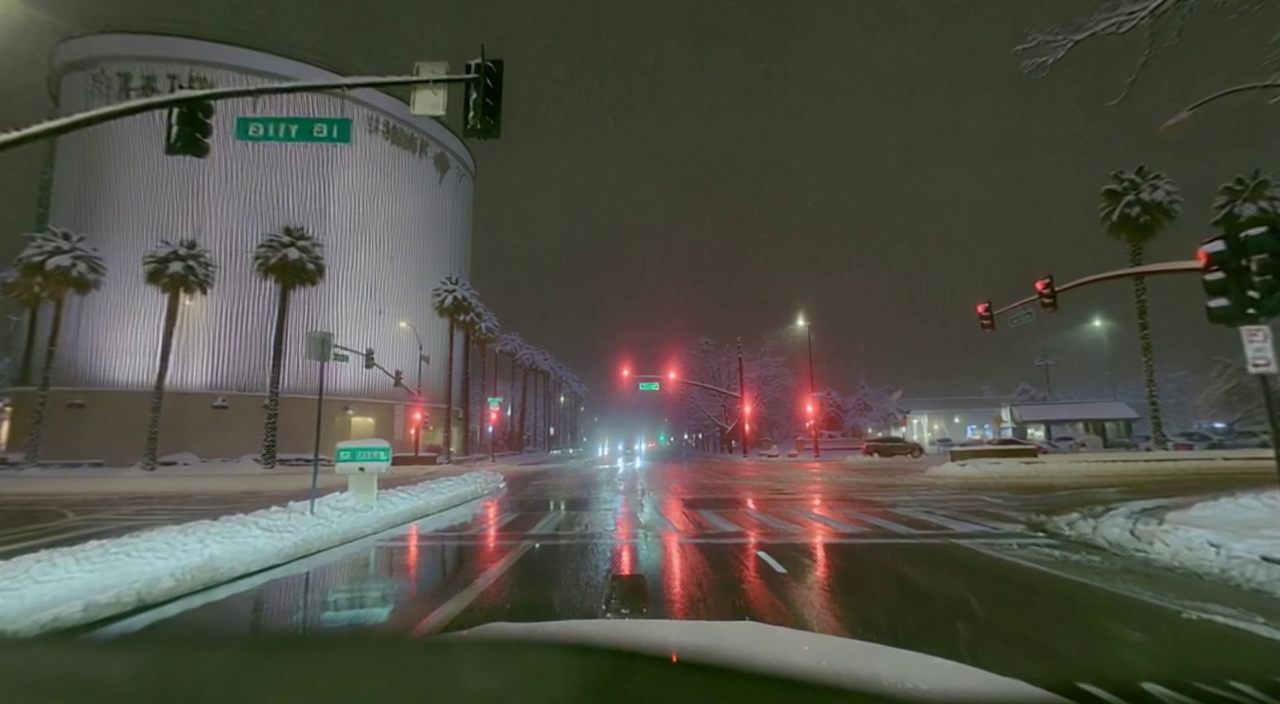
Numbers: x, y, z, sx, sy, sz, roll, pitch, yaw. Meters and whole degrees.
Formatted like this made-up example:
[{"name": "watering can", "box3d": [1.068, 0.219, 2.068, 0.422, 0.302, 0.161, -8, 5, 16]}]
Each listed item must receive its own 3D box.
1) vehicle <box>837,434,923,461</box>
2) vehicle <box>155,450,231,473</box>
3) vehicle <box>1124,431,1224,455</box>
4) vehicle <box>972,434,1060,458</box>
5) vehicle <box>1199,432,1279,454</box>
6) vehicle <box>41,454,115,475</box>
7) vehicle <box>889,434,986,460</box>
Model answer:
[{"name": "vehicle", "box3d": [15.270, 6.095, 40.248, 4.648, 1.665, 1.910, 0, -8, 0]}, {"name": "vehicle", "box3d": [-32.815, 8.031, 46.321, 4.136, 1.661, 1.857, 0, -8, 1]}, {"name": "vehicle", "box3d": [33.436, 5.693, 39.538, 4.567, 1.458, 1.791, 0, -8, 2]}, {"name": "vehicle", "box3d": [23.784, 5.993, 39.983, 4.423, 1.465, 1.798, 0, -8, 1]}, {"name": "vehicle", "box3d": [42.365, 6.413, 44.235, 4.437, 1.469, 1.811, 0, -8, 0]}, {"name": "vehicle", "box3d": [-41.317, 8.248, 46.389, 3.698, 1.467, 1.779, 0, -8, 1]}, {"name": "vehicle", "box3d": [17.164, 5.517, 36.525, 4.684, 1.461, 1.777, 0, -8, -1]}]
